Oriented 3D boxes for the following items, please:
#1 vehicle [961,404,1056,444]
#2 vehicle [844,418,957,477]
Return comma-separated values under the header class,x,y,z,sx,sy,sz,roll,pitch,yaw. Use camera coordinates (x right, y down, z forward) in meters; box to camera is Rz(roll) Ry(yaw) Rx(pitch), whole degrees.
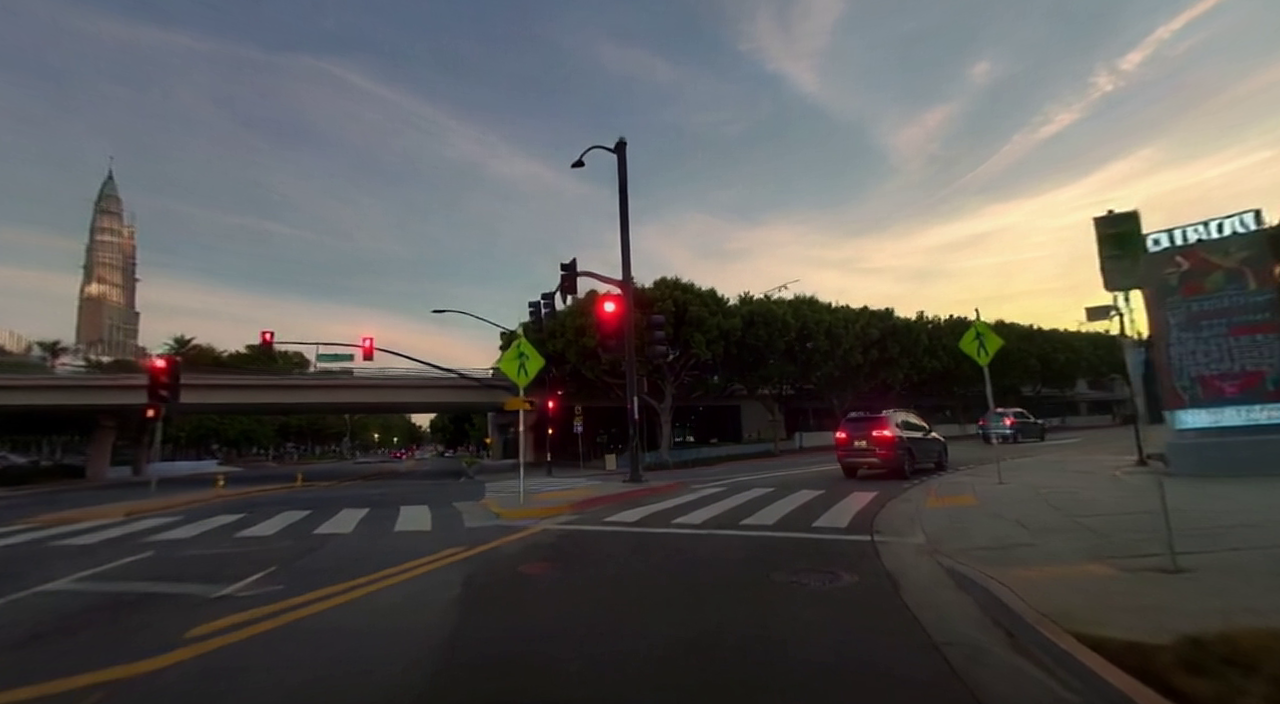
class,x,y,z,sx,sy,sz,roll,pitch,yaw
vehicle,19.522,3.891,33.417,5.144,1.954,2.122,5,-10,-33
vehicle,8.144,2.955,19.584,1.908,1.622,4.166,-7,-11,41
